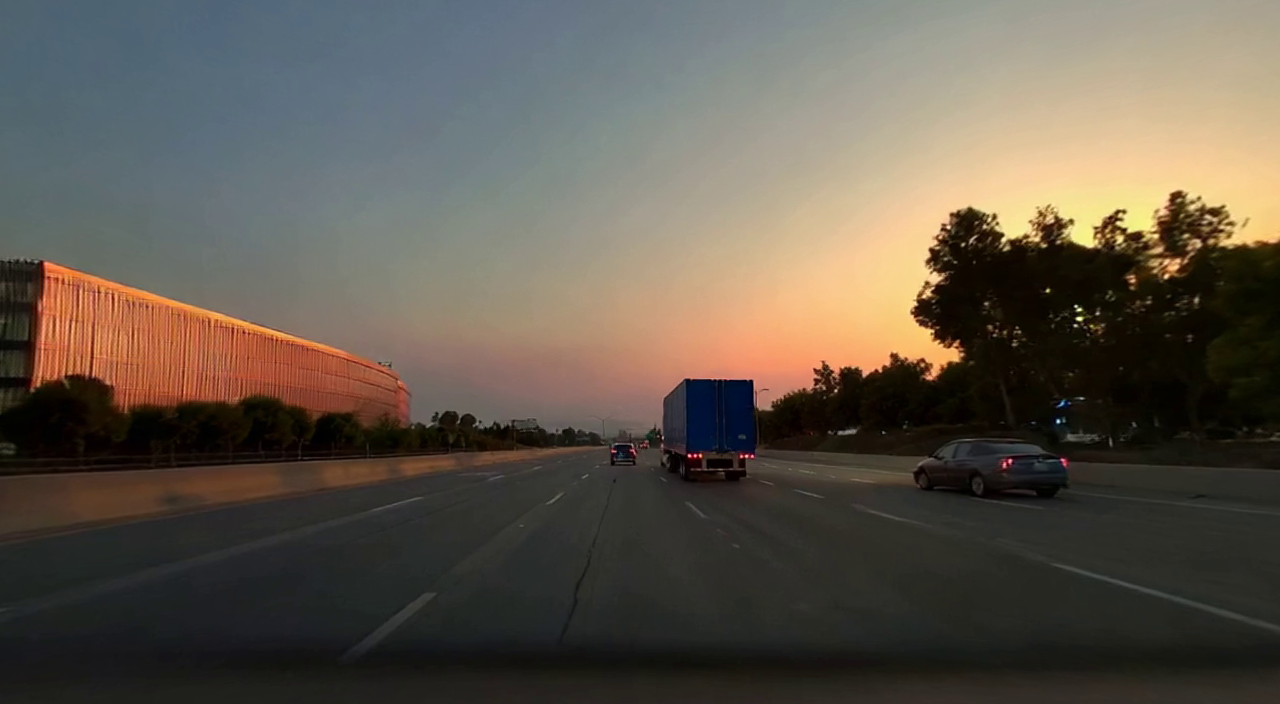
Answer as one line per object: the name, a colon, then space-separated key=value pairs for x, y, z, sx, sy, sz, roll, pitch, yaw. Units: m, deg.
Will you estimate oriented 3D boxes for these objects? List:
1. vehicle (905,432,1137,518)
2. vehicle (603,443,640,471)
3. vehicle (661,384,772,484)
vehicle: x=7.764 y=2.537 z=13.580 sx=2.105 sy=1.494 sz=4.537 roll=0 pitch=-9 yaw=0
vehicle: x=-0.979 y=5.758 z=34.784 sx=1.929 sy=1.395 sz=3.999 roll=0 pitch=-9 yaw=-1
vehicle: x=2.746 y=3.538 z=26.646 sx=2.934 sy=3.325 sz=10.986 roll=0 pitch=-9 yaw=-2
